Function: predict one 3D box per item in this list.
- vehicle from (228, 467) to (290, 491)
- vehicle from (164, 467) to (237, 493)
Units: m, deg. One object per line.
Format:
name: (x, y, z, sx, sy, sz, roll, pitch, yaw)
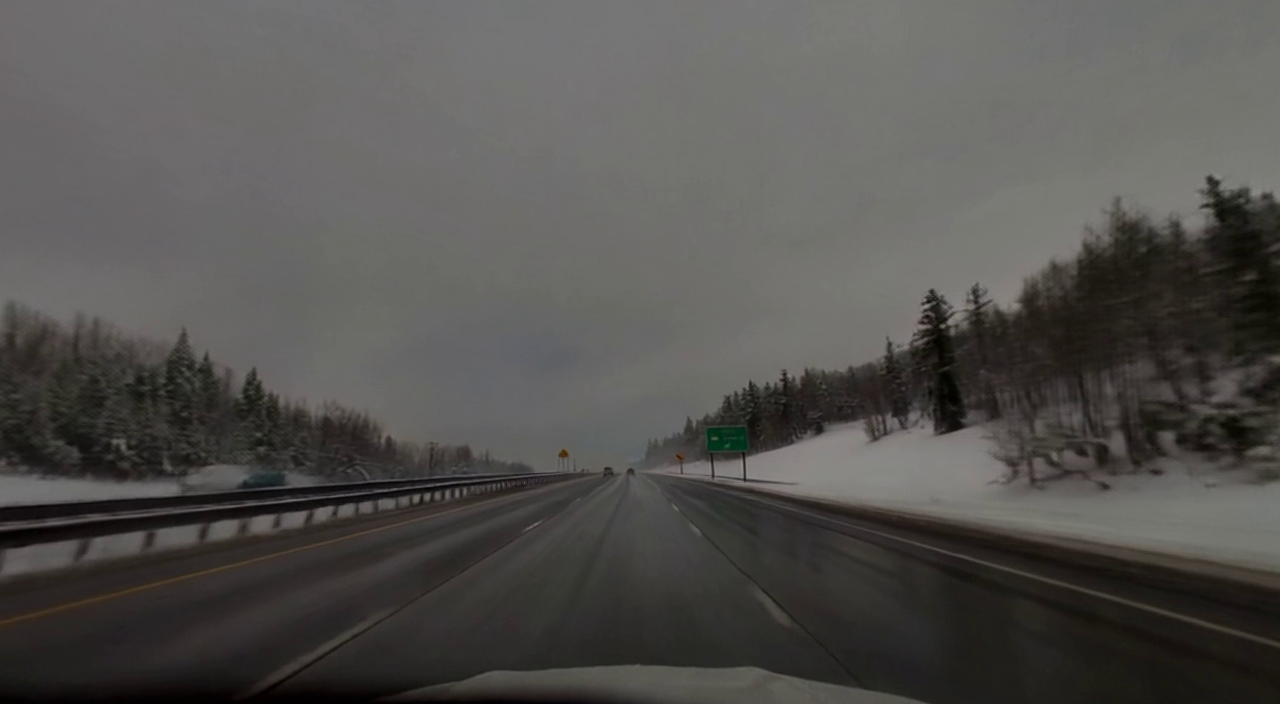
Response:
vehicle: (-26.128, 8.720, 43.320, 1.823, 1.534, 3.726, 1, -10, 1)
vehicle: (-30.487, 8.848, 43.848, 1.904, 1.675, 4.320, 1, -10, 0)
